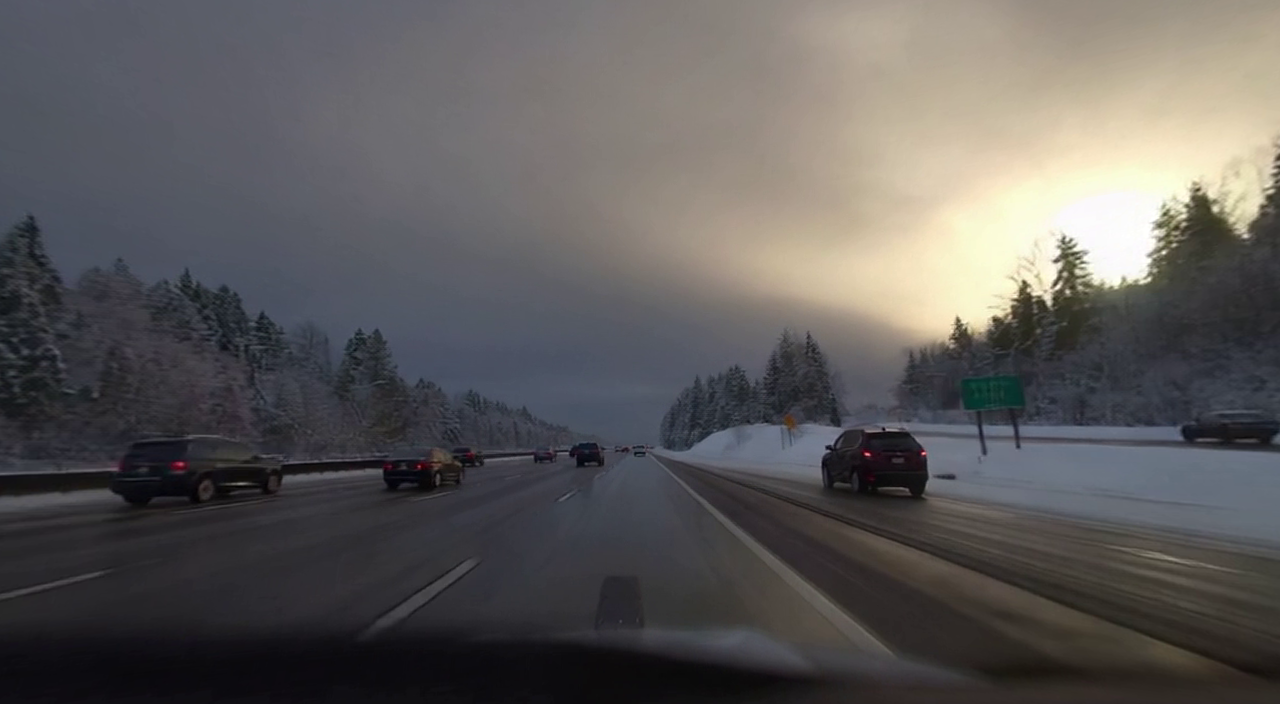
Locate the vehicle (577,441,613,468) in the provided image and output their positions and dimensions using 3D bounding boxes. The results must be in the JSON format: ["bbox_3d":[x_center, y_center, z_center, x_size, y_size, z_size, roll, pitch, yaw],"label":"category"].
[{"bbox_3d":[-3.422,7.888,48.676,2.288,1.962,5.119,0,-9,1],"label":"vehicle"}]

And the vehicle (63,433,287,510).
[{"bbox_3d":[-11.141,2.883,15.647,2.107,1.628,4.446,0,-9,1],"label":"vehicle"}]

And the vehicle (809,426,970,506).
[{"bbox_3d":[6.387,3.004,16.940,2.259,1.816,4.862,0,-9,-1],"label":"vehicle"}]

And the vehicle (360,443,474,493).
[{"bbox_3d":[-7.362,3.867,21.385,2.071,1.486,4.703,0,-9,1],"label":"vehicle"}]

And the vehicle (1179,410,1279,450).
[{"bbox_3d":[25.980,3.393,26.943,1.884,1.571,4.352,0,-9,-1],"label":"vehicle"}]

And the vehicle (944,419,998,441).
[{"bbox_3d":[25.810,6.118,49.260,1.878,1.569,4.144,0,-9,-1],"label":"vehicle"}]
